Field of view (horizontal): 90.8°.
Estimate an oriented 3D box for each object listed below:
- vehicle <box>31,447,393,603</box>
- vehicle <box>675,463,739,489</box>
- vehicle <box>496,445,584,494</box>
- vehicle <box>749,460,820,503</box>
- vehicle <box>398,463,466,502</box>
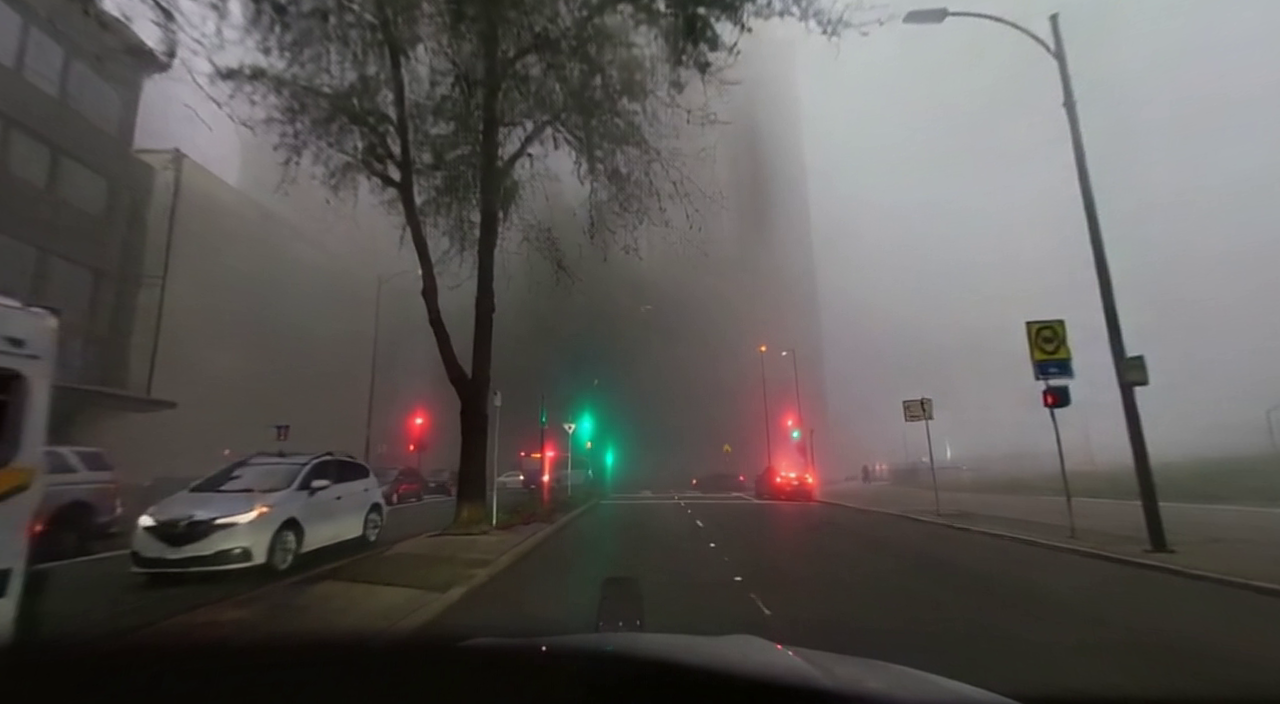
[{"bbox_3d":[-5.087,2.035,8.369,1.914,1.530,3.980,0,-8,1],"label":"vehicle"},{"bbox_3d":[5.249,9.810,49.902,4.742,1.906,1.933,0,-8,-2],"label":"vehicle"},{"bbox_3d":[-6.427,7.624,41.738,2.591,2.910,6.652,-4,-9,23],"label":"vehicle"},{"bbox_3d":[6.048,5.454,26.992,1.888,1.536,4.381,0,-8,-1],"label":"vehicle"},{"bbox_3d":[-10.700,6.705,32.836,1.908,1.721,4.285,0,-8,2],"label":"vehicle"}]
